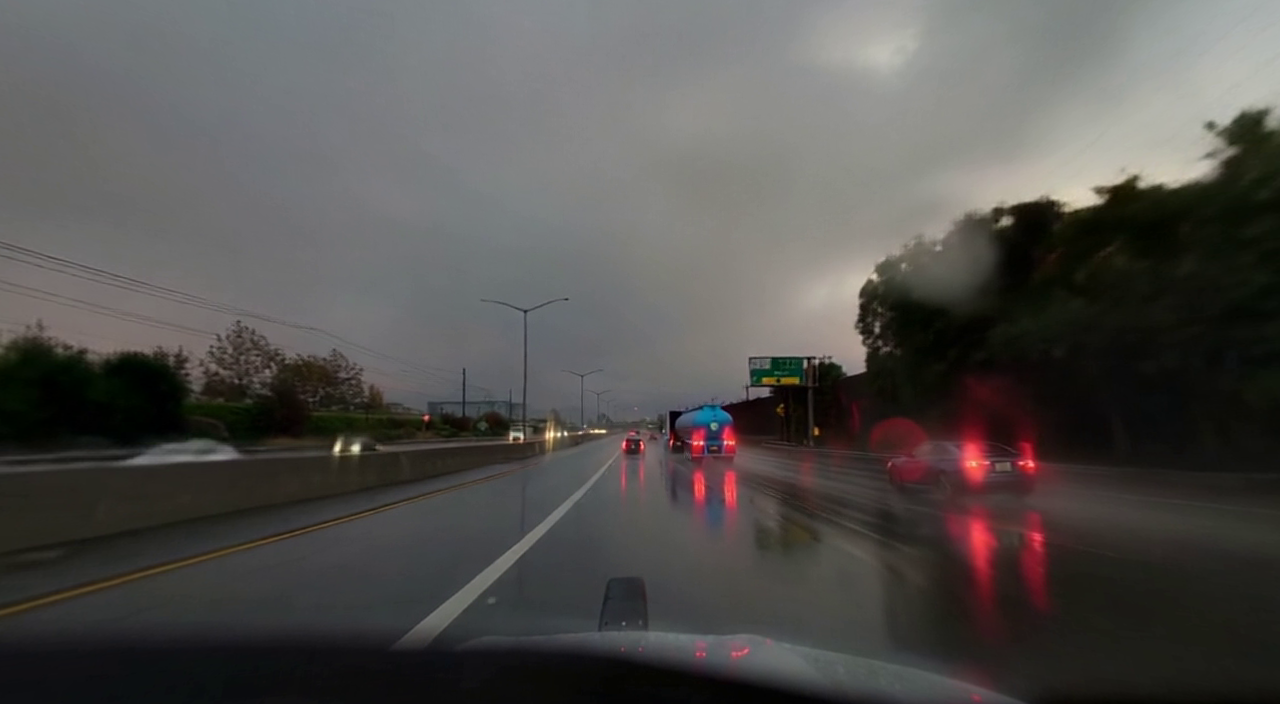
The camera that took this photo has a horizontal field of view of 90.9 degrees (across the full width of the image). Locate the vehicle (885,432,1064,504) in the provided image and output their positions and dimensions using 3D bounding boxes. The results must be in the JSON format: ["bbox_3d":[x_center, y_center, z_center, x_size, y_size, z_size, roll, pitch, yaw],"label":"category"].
[{"bbox_3d":[7.941,2.786,15.598,1.905,1.480,4.624,0,-8,0],"label":"vehicle"}]

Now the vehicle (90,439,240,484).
[{"bbox_3d":[-17.404,4.015,23.458,2.076,1.488,4.533,0,-8,0],"label":"vehicle"}]

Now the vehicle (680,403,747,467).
[{"bbox_3d":[3.915,4.737,35.516,2.791,3.179,8.074,0,-8,0],"label":"vehicle"}]

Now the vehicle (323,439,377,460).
[{"bbox_3d":[-21.379,7.212,46.723,1.890,1.474,4.461,0,-8,0],"label":"vehicle"}]
